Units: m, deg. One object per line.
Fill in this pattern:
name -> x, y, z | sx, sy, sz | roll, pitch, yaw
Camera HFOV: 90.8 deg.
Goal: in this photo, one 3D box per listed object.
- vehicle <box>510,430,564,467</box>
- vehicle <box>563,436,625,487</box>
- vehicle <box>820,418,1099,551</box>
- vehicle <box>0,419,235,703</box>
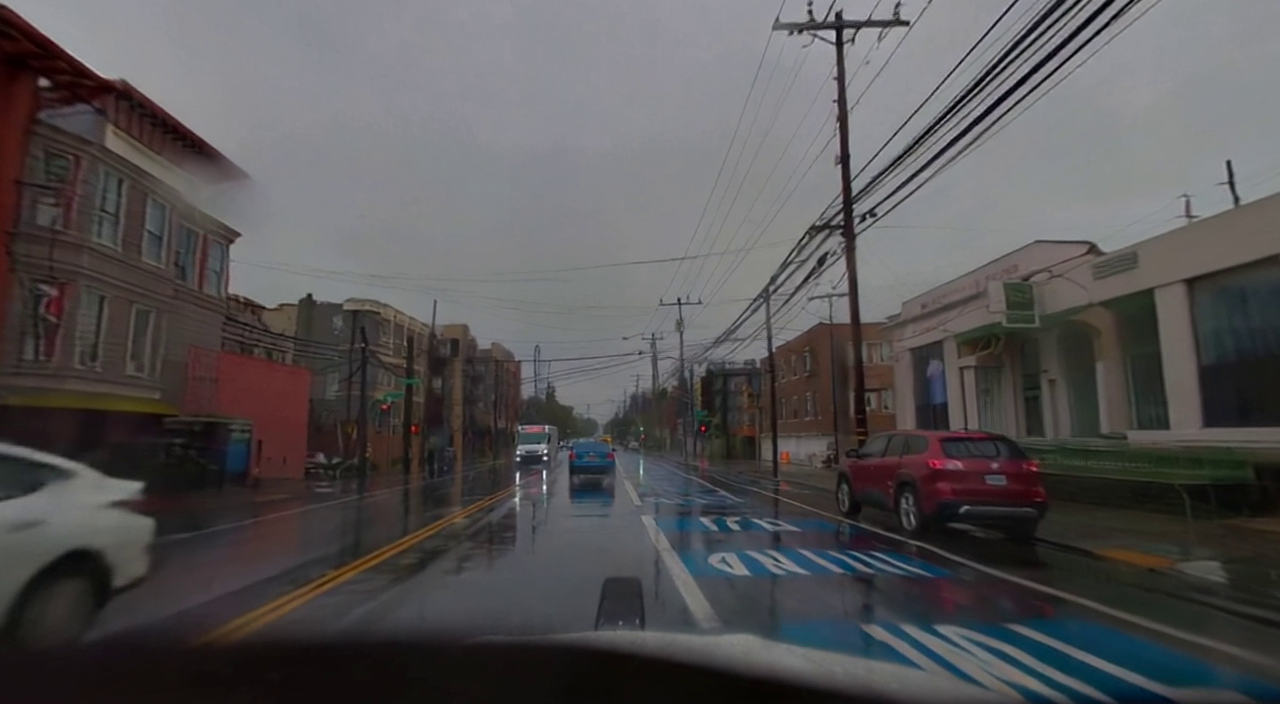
vehicle -> -7.132, 6.807, 44.634 | 2.704, 2.334, 7.209 | 0, -9, -1
vehicle -> -1.577, 3.866, 22.589 | 1.980, 1.635, 3.795 | 1, -8, -2
vehicle -> 5.508, 2.367, 12.151 | 2.197, 1.917, 5.637 | 1, -9, -3
vehicle -> -4.382, 1.064, 3.031 | 2.181, 1.500, 4.319 | 1, -9, -3
